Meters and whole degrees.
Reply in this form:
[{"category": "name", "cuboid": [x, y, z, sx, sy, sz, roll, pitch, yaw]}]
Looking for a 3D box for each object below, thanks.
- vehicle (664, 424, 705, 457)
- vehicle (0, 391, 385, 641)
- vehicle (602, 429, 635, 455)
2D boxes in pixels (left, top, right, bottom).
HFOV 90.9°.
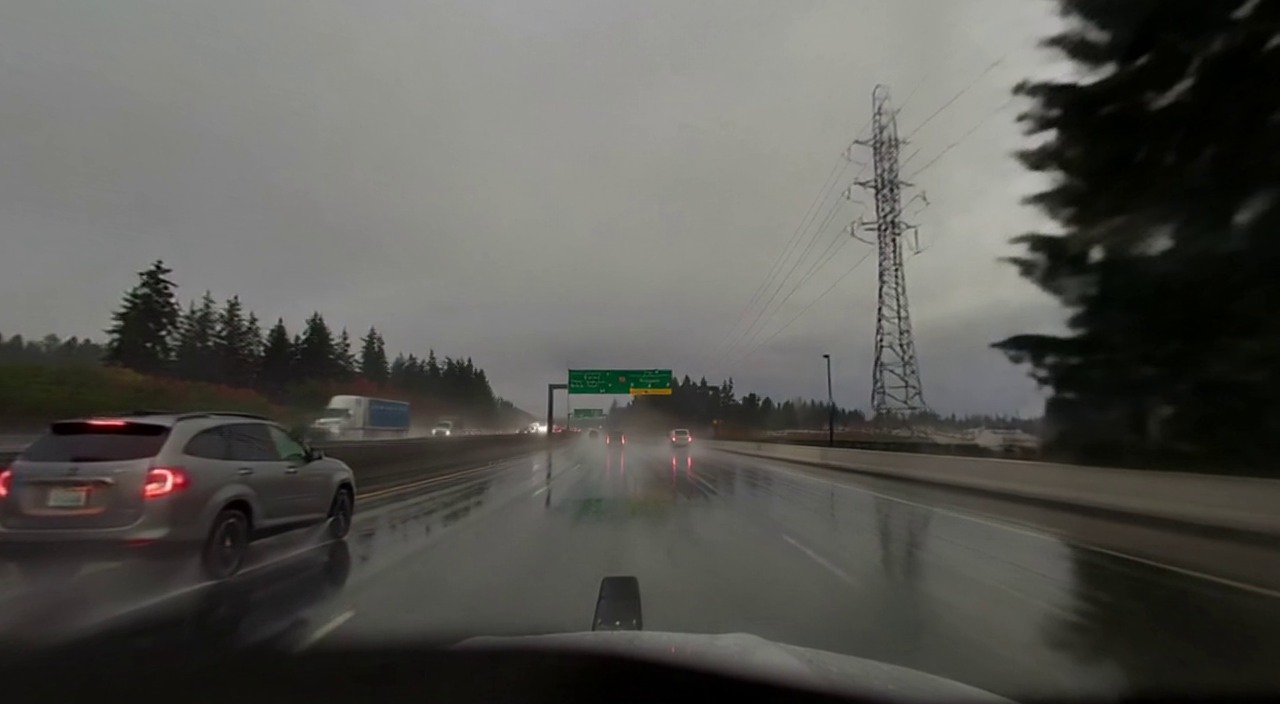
[{"category": "vehicle", "cuboid": [2.659, 5.375, 38.269, 1.976, 1.905, 3.263, 1, -7, -5]}, {"category": "vehicle", "cuboid": [-4.344, 1.305, 6.122, 2.100, 1.590, 4.077, 0, -7, -1]}, {"category": "vehicle", "cuboid": [-1.477, 6.101, 42.986, 2.159, 1.690, 3.720, 0, -7, -3]}]
